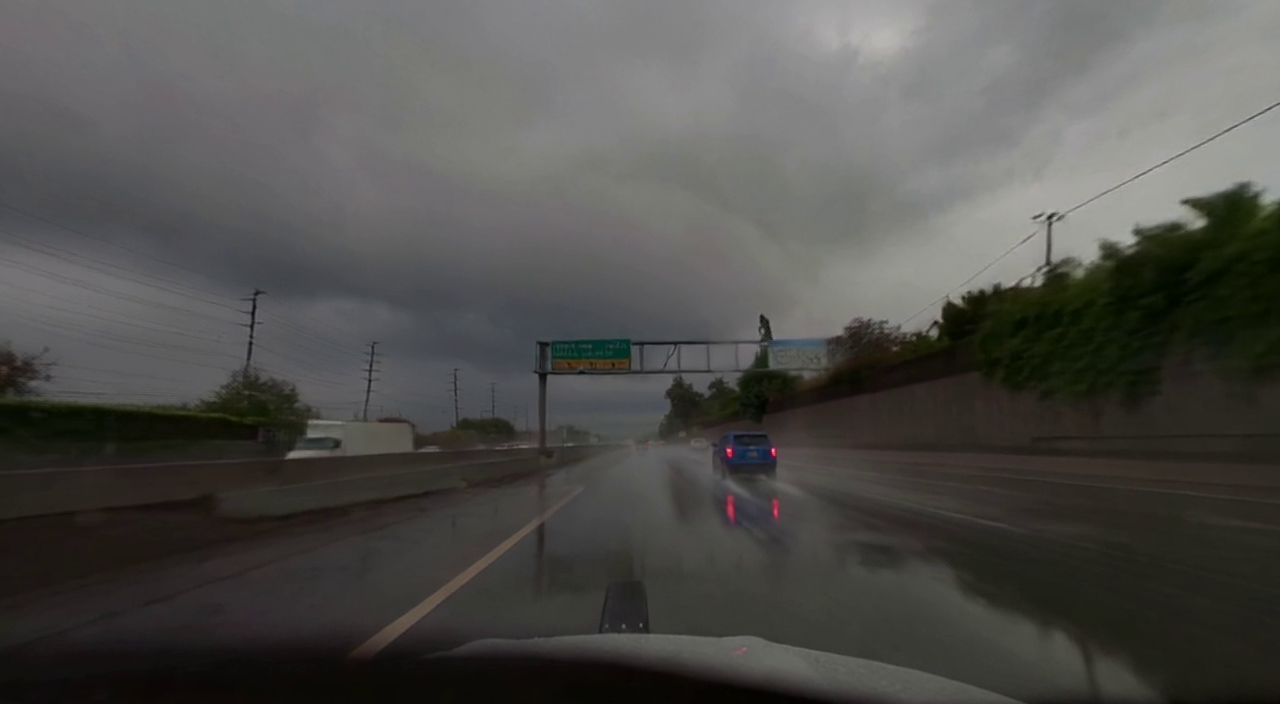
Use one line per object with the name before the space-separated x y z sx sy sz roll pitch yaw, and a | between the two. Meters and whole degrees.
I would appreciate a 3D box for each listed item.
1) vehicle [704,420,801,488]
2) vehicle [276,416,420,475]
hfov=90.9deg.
vehicle | 3.300 3.100 19.436 2.120 1.832 4.287 0 -8 -1
vehicle | -17.973 5.933 40.343 3.139 3.154 12.225 0 -8 1
